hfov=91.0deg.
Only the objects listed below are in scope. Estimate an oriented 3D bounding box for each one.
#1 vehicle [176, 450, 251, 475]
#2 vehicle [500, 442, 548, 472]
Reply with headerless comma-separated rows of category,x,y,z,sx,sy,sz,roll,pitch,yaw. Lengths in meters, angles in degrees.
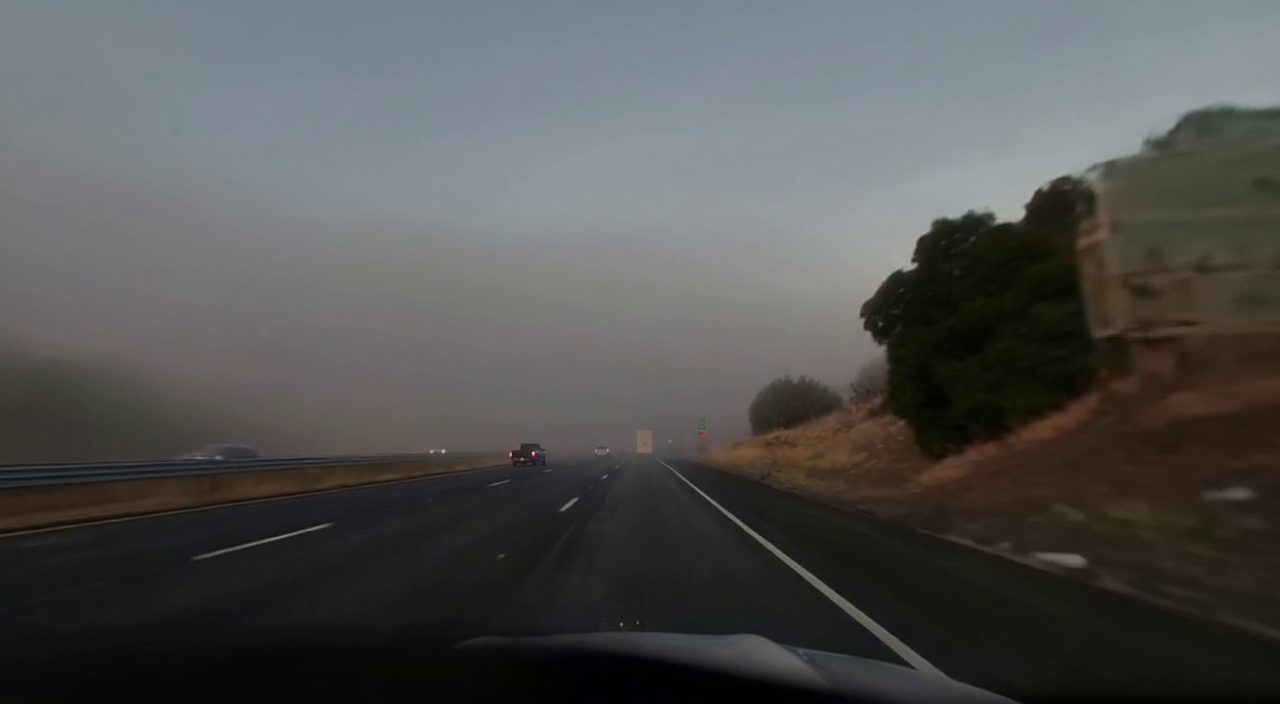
vehicle,-31.741,8.200,47.097,2.027,1.720,4.965,0,-9,1
vehicle,-7.121,6.486,39.084,2.070,1.738,4.733,0,-9,0
